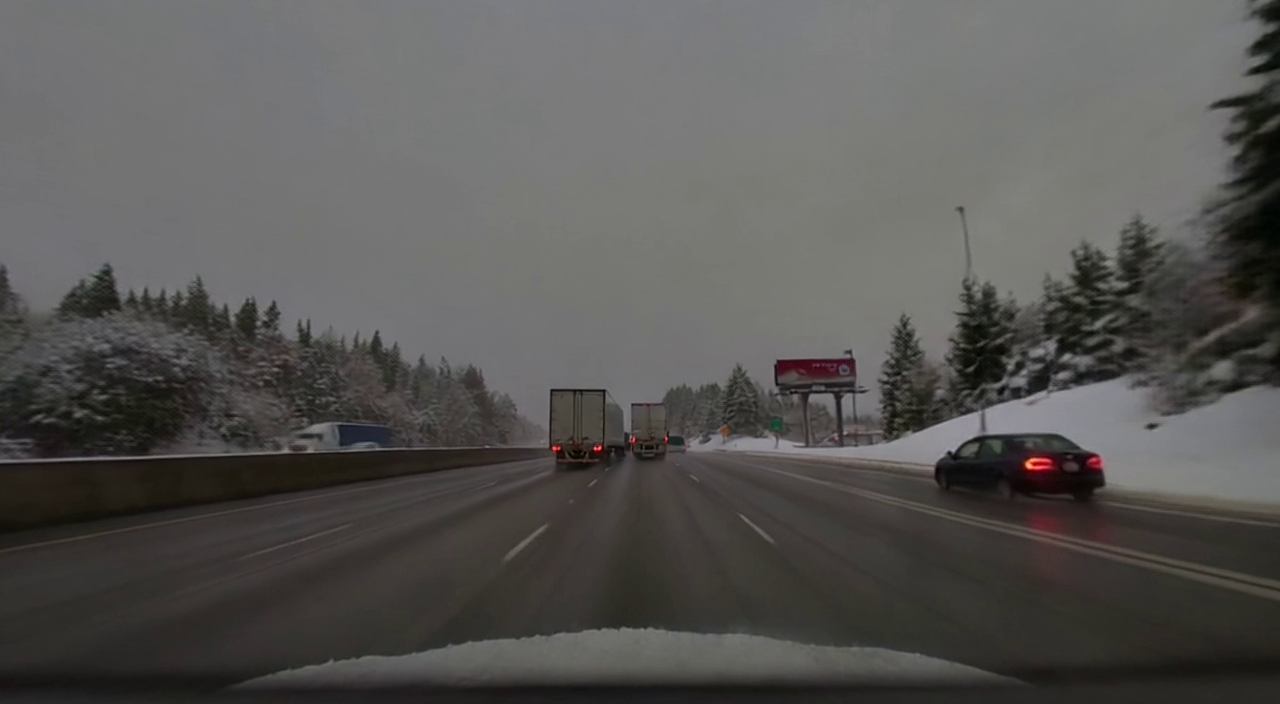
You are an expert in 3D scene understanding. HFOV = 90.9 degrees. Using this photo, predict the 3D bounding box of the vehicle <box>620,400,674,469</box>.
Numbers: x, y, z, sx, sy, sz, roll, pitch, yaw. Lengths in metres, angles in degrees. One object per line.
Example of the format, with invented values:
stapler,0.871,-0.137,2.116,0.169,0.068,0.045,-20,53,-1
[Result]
vehicle,0.413,5.418,42.040,3.054,3.944,11.230,-1,-7,0

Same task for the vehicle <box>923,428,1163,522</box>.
vehicle,7.835,2.382,12.937,1.969,1.560,4.394,1,-8,-1

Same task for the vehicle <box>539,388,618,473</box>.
vehicle,-3.073,4.451,35.389,2.962,3.947,11.574,0,-8,1
